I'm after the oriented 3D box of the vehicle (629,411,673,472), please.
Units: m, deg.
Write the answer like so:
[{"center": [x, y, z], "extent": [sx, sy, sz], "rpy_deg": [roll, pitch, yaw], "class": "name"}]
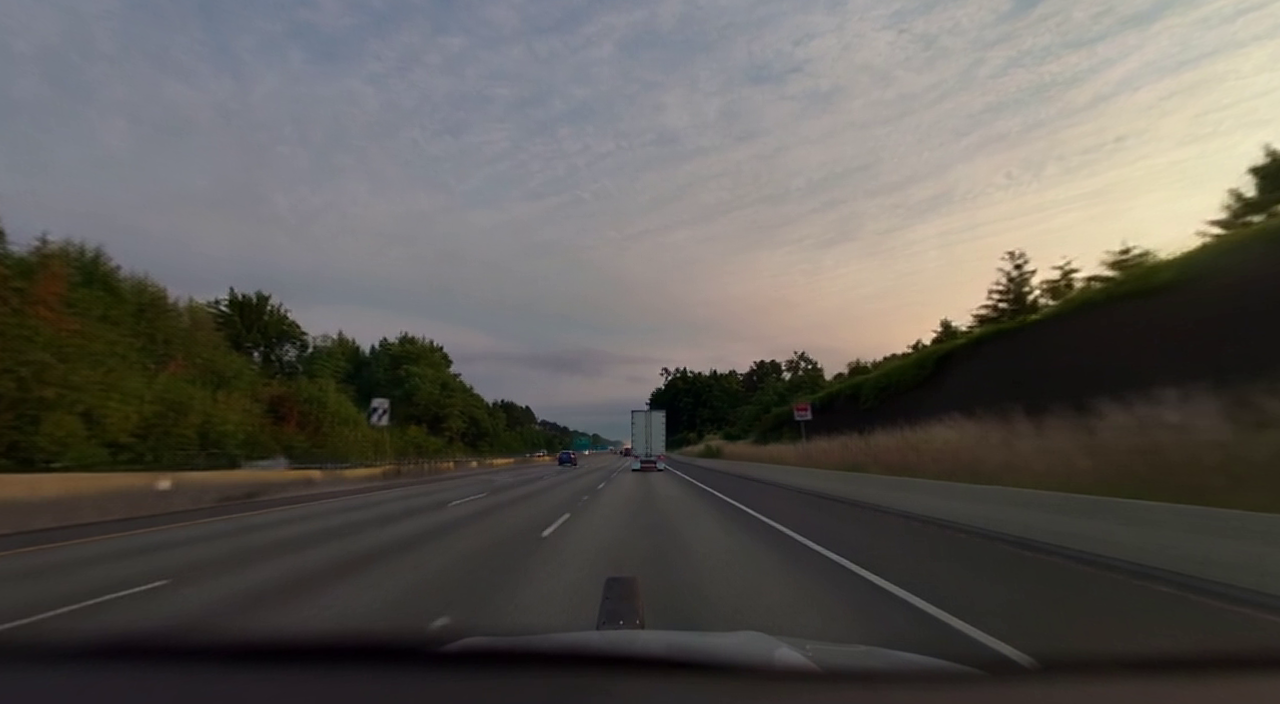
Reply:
[{"center": [0.681, 7.156, 49.476], "extent": [2.901, 4.032, 14.338], "rpy_deg": [0, -9, 0], "class": "vehicle"}]
